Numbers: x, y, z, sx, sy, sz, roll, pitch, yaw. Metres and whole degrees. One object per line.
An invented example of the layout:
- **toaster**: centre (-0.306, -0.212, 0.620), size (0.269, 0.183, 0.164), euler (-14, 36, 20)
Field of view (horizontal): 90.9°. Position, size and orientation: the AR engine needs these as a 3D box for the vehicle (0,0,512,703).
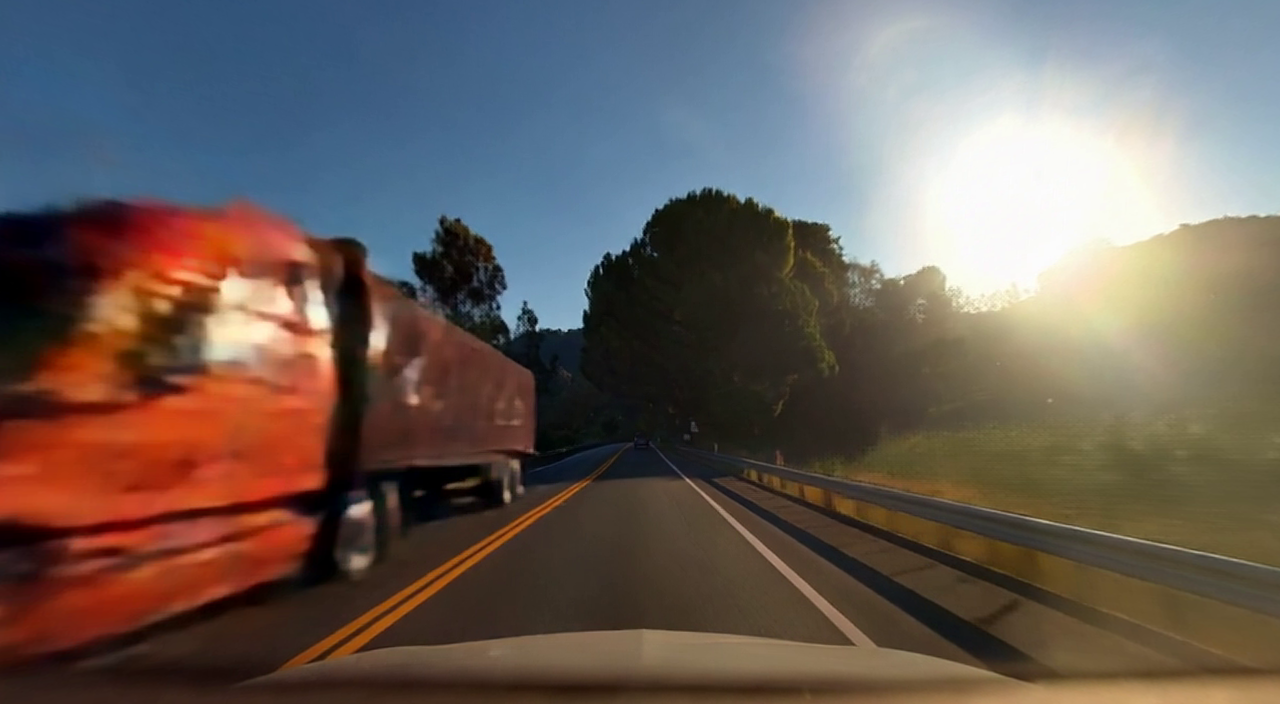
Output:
- **vehicle**: centre (-3.848, 0.127, 5.105), size (3.048, 4.005, 11.290), euler (0, -8, 1)
